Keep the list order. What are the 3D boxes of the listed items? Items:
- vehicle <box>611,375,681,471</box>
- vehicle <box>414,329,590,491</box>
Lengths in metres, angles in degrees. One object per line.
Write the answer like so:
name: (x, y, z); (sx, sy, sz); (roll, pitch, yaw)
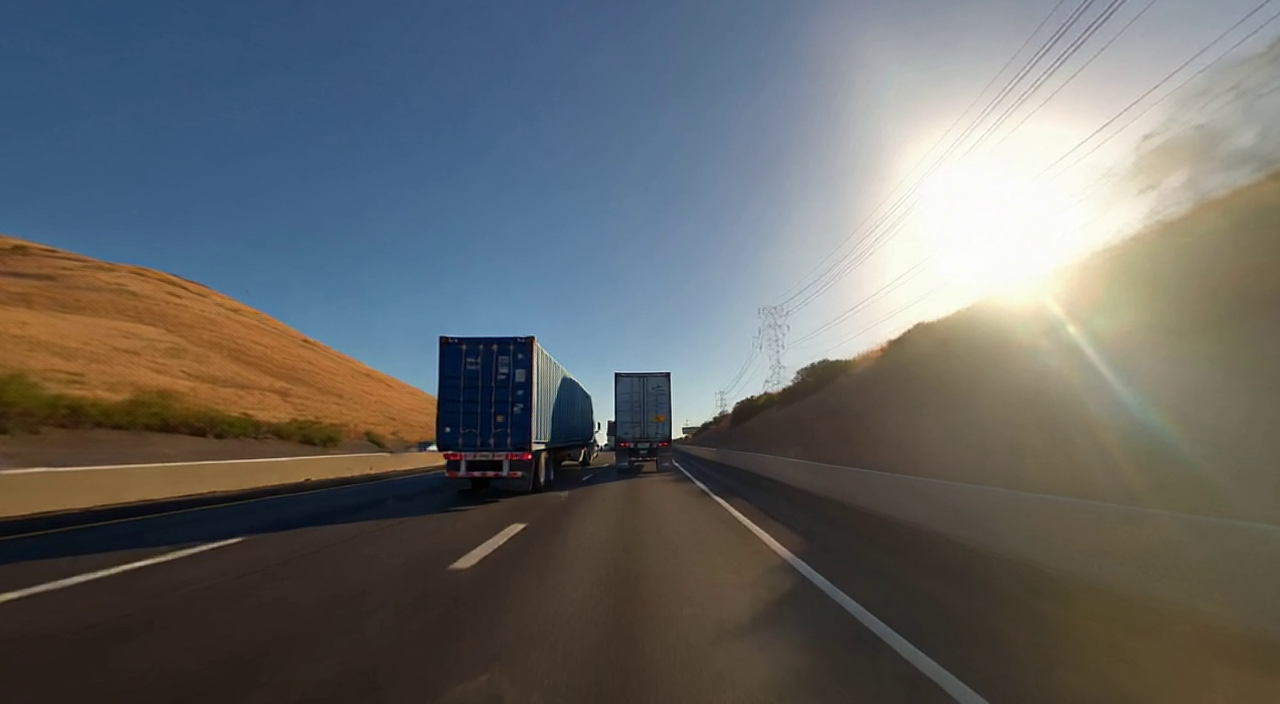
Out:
vehicle: (0.121, 3.862, 32.882); (3.006, 4.120, 11.586); (0, -8, -1)
vehicle: (-4.004, 2.411, 22.737); (3.065, 4.105, 13.706); (0, -8, 1)
